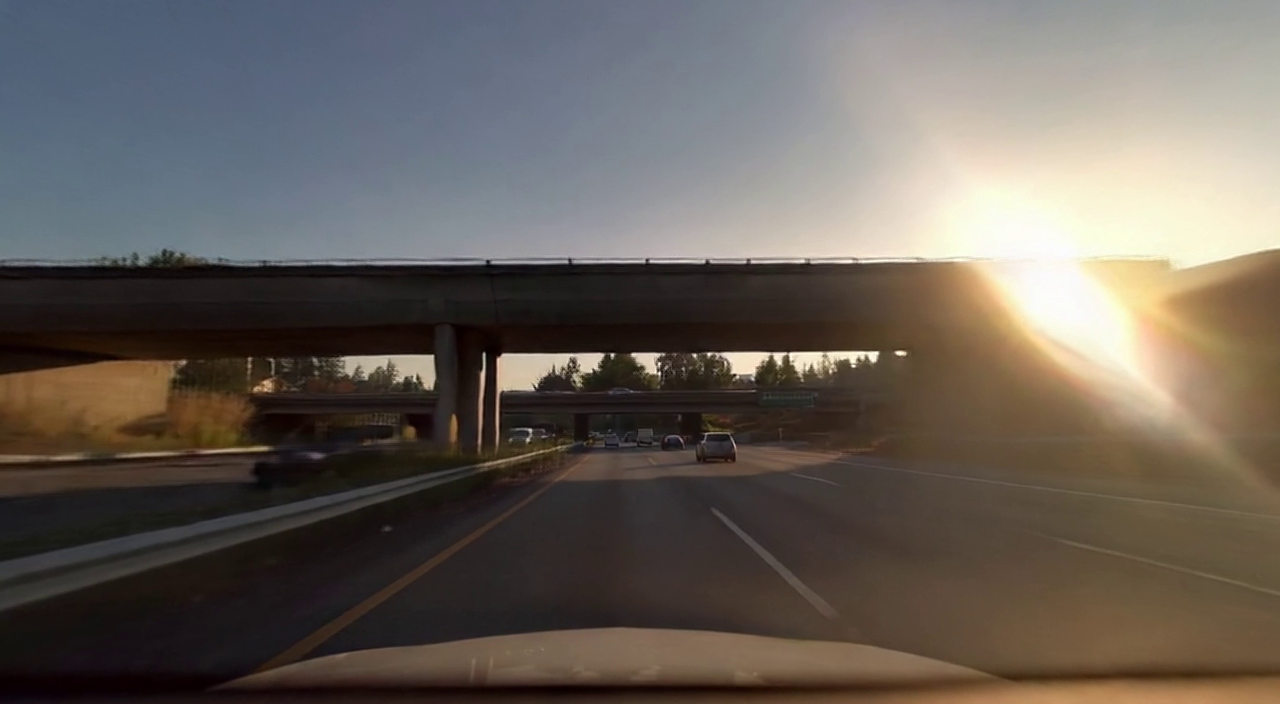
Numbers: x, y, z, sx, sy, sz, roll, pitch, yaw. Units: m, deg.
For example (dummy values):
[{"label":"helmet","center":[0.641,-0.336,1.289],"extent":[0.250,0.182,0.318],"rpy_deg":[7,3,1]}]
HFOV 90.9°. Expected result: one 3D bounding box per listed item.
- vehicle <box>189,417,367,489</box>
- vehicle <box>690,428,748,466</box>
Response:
[{"label":"vehicle","center":[-8.754,2.476,15.781],"extent":[1.961,1.545,4.290],"rpy_deg":[0,-8,-1]},{"label":"vehicle","center":[3.439,4.203,28.057],"extent":[1.938,1.578,3.764],"rpy_deg":[0,-8,-3]}]
